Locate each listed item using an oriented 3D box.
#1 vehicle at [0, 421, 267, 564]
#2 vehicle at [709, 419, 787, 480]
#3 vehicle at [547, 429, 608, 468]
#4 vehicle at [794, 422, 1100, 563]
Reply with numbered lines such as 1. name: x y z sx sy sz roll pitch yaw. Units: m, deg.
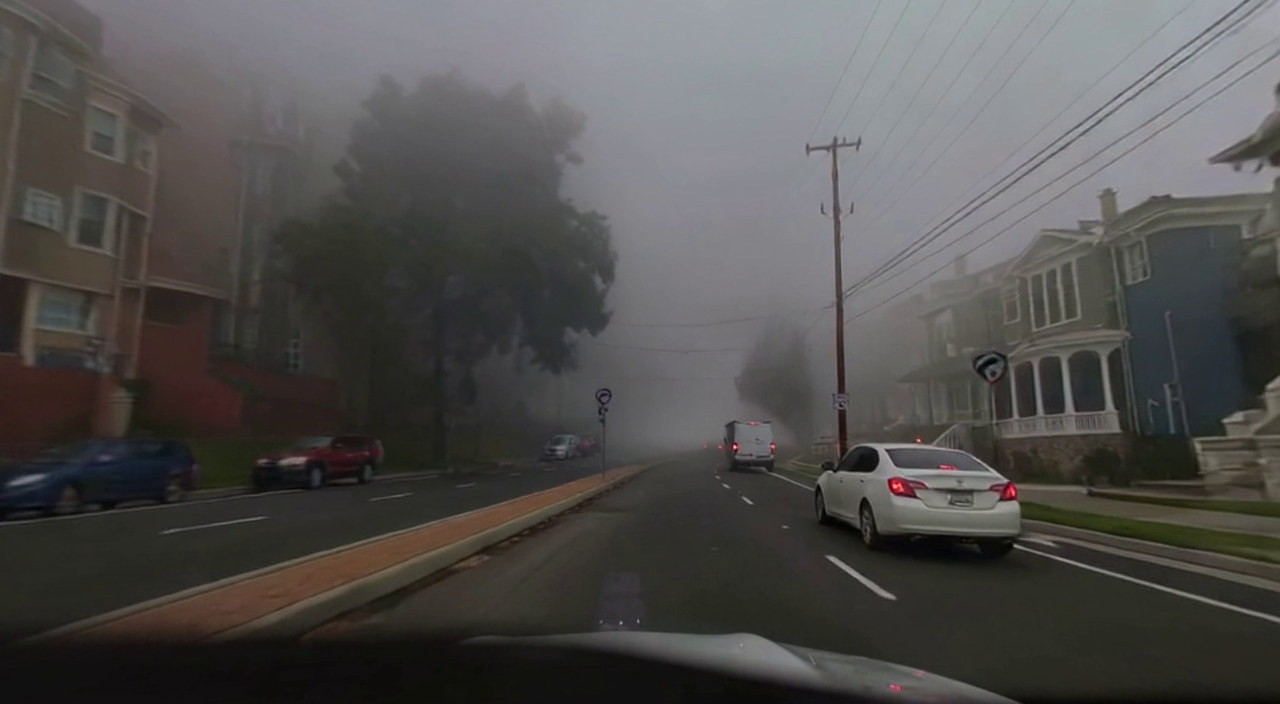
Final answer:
1. vehicle: -7.789 1.795 8.984 2.023 1.518 4.388 -2 -6 5
2. vehicle: 3.809 3.561 23.076 2.109 2.002 4.424 0 -9 1
3. vehicle: -3.388 5.320 35.088 2.069 1.820 4.388 -4 -6 12
4. vehicle: 3.998 1.911 9.367 2.096 1.552 4.519 0 -9 -3
